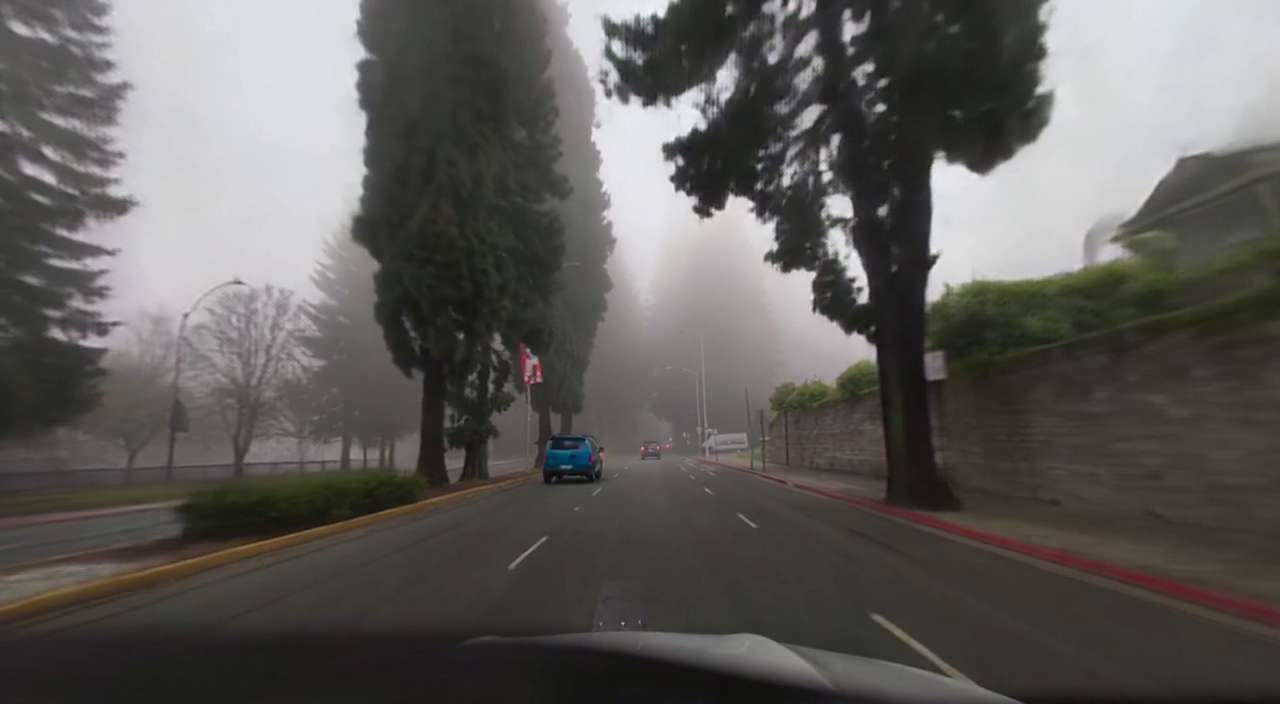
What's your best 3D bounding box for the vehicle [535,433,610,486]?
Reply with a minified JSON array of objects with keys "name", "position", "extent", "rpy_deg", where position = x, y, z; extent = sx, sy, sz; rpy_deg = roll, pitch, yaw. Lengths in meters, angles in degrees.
[{"name":"vehicle","position":[-2.490,4.157,24.604],"extent":[2.281,1.837,4.845],"rpy_deg":[0,-9,1]}]
